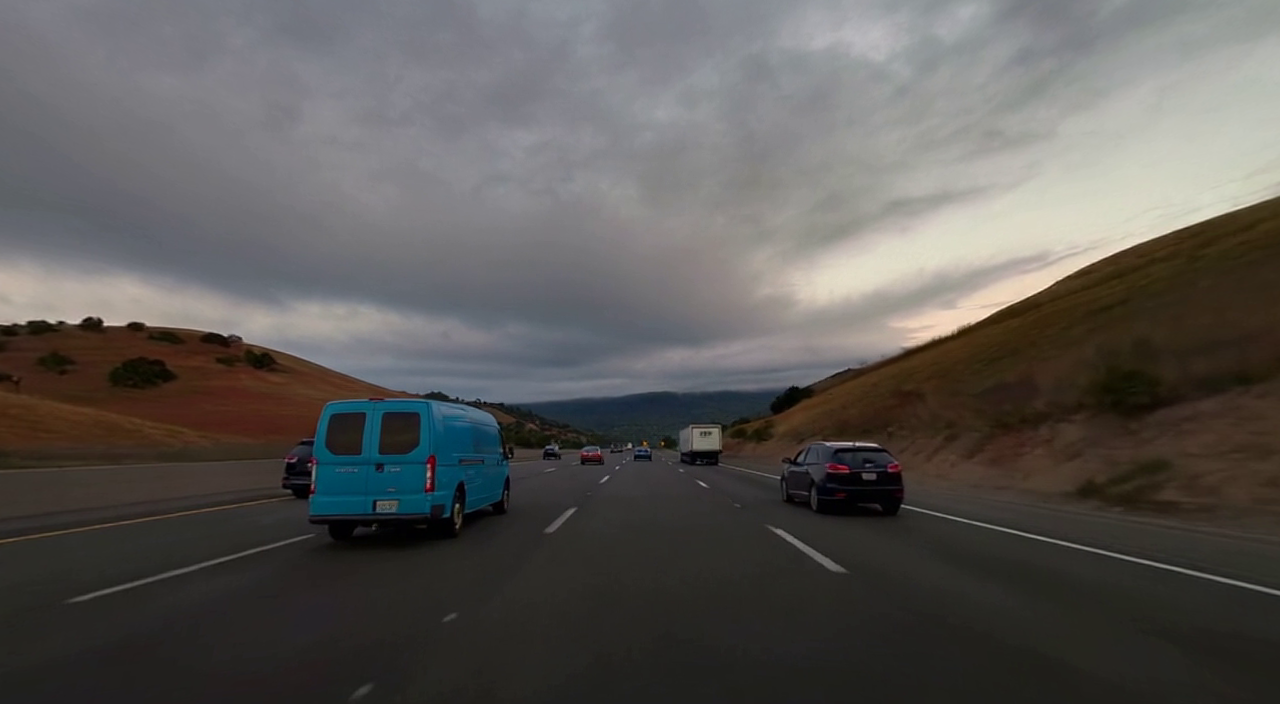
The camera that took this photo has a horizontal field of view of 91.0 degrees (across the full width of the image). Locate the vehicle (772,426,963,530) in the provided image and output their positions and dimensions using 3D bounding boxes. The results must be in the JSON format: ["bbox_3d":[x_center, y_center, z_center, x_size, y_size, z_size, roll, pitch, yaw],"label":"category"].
[{"bbox_3d":[4.003,2.291,11.968,2.051,1.598,4.145,0,-9,0],"label":"vehicle"}]

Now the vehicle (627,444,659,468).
[{"bbox_3d":[0.170,6.899,41.834,2.014,1.543,3.804,0,-9,0],"label":"vehicle"}]

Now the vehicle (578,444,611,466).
[{"bbox_3d":[-3.307,7.641,46.834,2.138,1.581,4.340,0,-9,0],"label":"vehicle"}]

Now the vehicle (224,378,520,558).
[{"bbox_3d":[-3.857,1.867,10.723,2.421,2.203,5.775,0,-9,1],"label":"vehicle"}]

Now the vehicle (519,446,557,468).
[{"bbox_3d":[-7.333,7.594,45.578,2.021,1.500,4.512,0,-9,0],"label":"vehicle"}]

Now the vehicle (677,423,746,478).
[{"bbox_3d":[3.765,5.489,35.271,2.877,2.730,7.831,0,-9,0],"label":"vehicle"}]
